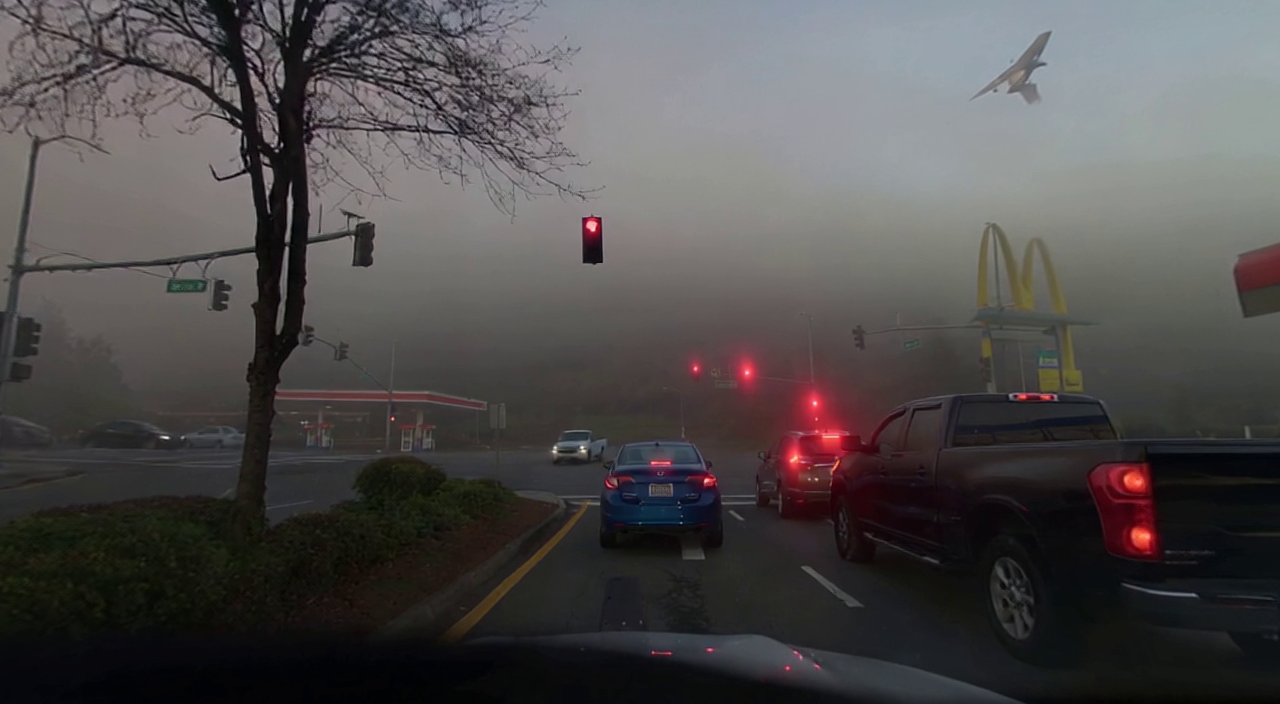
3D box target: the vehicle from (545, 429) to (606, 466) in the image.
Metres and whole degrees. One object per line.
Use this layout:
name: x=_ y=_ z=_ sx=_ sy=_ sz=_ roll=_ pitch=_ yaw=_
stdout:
vehicle: x=-3.659 y=5.614 z=37.138 sx=2.615 sy=2.031 sz=5.638 roll=-1 pitch=-8 yaw=4

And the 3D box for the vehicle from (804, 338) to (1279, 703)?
vehicle: x=3.537 y=1.302 z=6.082 sx=2.277 sy=1.871 sz=6.143 roll=0 pitch=-8 yaw=0

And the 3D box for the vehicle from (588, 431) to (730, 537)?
vehicle: x=0.276 y=2.184 z=11.025 sx=2.027 sy=1.494 sz=3.824 roll=0 pitch=-8 yaw=0

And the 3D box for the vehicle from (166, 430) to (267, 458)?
vehicle: x=-23.096 y=5.034 z=34.483 sx=4.326 sy=1.420 sz=1.798 roll=-1 pitch=-8 yaw=4

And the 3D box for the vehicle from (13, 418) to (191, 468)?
vehicle: x=-19.671 y=3.361 z=23.204 sx=4.742 sy=1.720 sz=2.107 roll=-1 pitch=-8 yaw=5
